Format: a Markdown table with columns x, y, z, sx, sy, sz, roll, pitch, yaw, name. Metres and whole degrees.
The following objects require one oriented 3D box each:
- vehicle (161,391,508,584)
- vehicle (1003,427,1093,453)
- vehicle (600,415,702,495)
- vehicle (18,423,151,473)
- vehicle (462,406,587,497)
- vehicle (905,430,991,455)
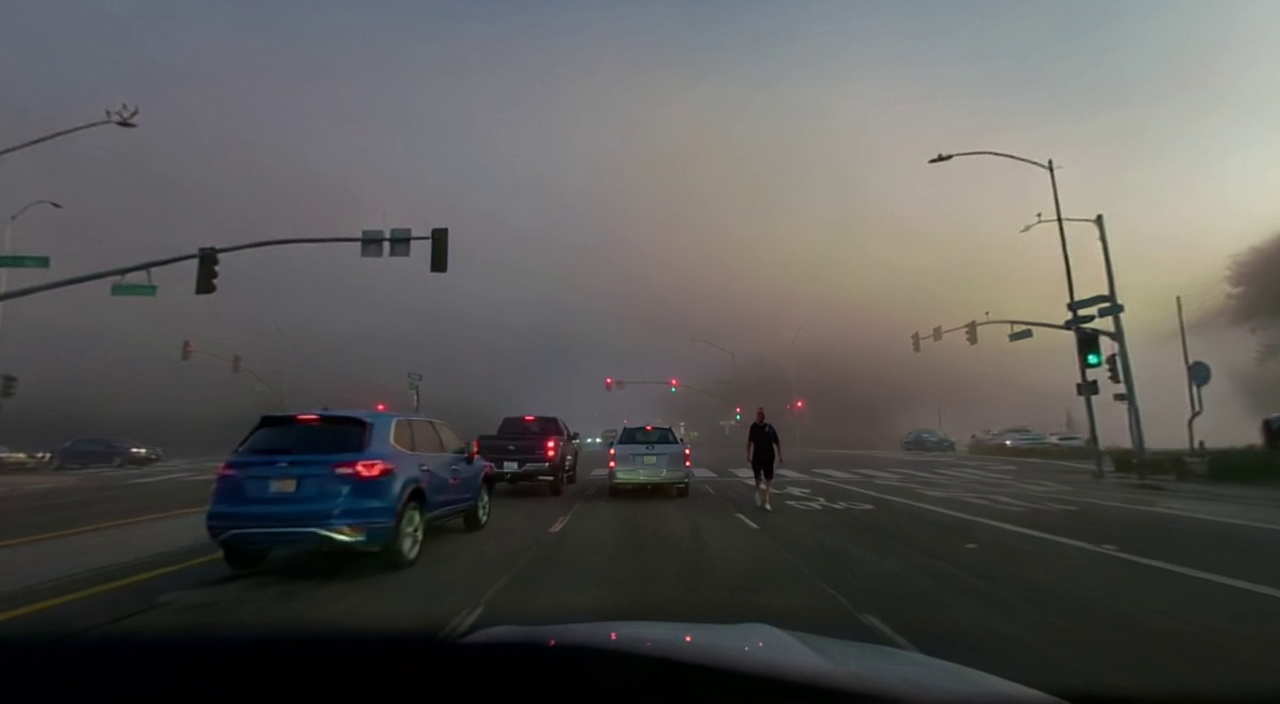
| x | y | z | sx | sy | sz | roll | pitch | yaw | name |
| --- | --- | --- | --- | --- | --- | --- | --- | --- | --- |
| -3.213 | 1.533 | 7.901 | 2.006 | 1.707 | 4.448 | 0 | -8 | 2 | vehicle |
| 28.641 | 6.224 | 44.156 | 4.849 | 1.759 | 2.041 | 0 | -8 | -2 | vehicle |
| 0.207 | 2.595 | 16.118 | 2.204 | 1.738 | 4.690 | 0 | -8 | -1 | vehicle |
| -33.117 | 5.711 | 37.551 | 5.884 | 2.243 | 2.287 | -6 | -5 | 0 | vehicle |
| -2.653 | 2.478 | 15.822 | 2.220 | 1.926 | 4.870 | 0 | -8 | 0 | vehicle |
| 20.007 | 5.886 | 40.857 | 4.624 | 1.601 | 1.871 | 0 | -8 | -2 | vehicle |
